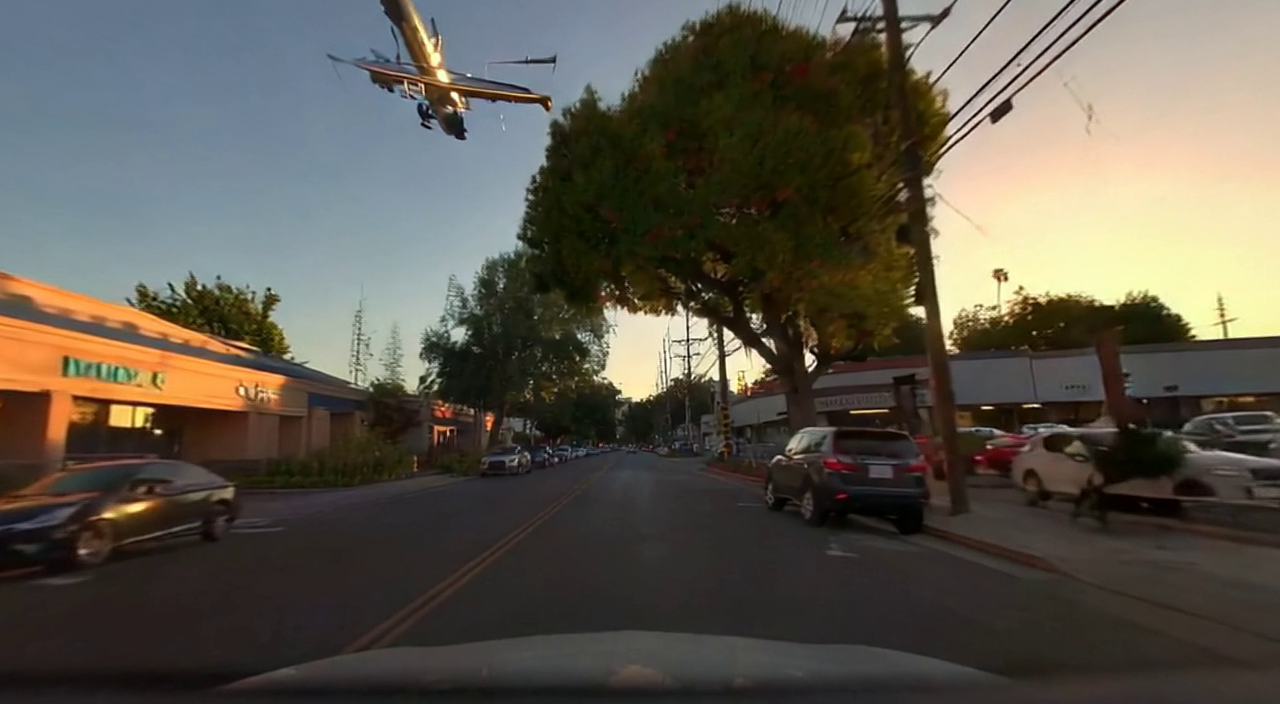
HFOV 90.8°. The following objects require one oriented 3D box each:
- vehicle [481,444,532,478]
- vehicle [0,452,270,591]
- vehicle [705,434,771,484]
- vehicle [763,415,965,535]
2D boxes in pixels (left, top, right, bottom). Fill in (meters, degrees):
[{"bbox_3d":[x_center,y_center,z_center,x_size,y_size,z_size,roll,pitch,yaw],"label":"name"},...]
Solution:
[{"bbox_3d":[-7.774,6.365,37.204,1.992,1.676,4.429,-4,-8,0],"label":"vehicle"},{"bbox_3d":[-7.715,2.320,9.407,1.872,1.455,4.350,-3,-8,-1],"label":"vehicle"},{"bbox_3d":[4.032,4.489,26.869,2.011,1.902,4.763,0,-9,0],"label":"vehicle"},{"bbox_3d":[4.074,2.324,12.559,2.080,1.893,4.699,0,-9,-3],"label":"vehicle"}]
